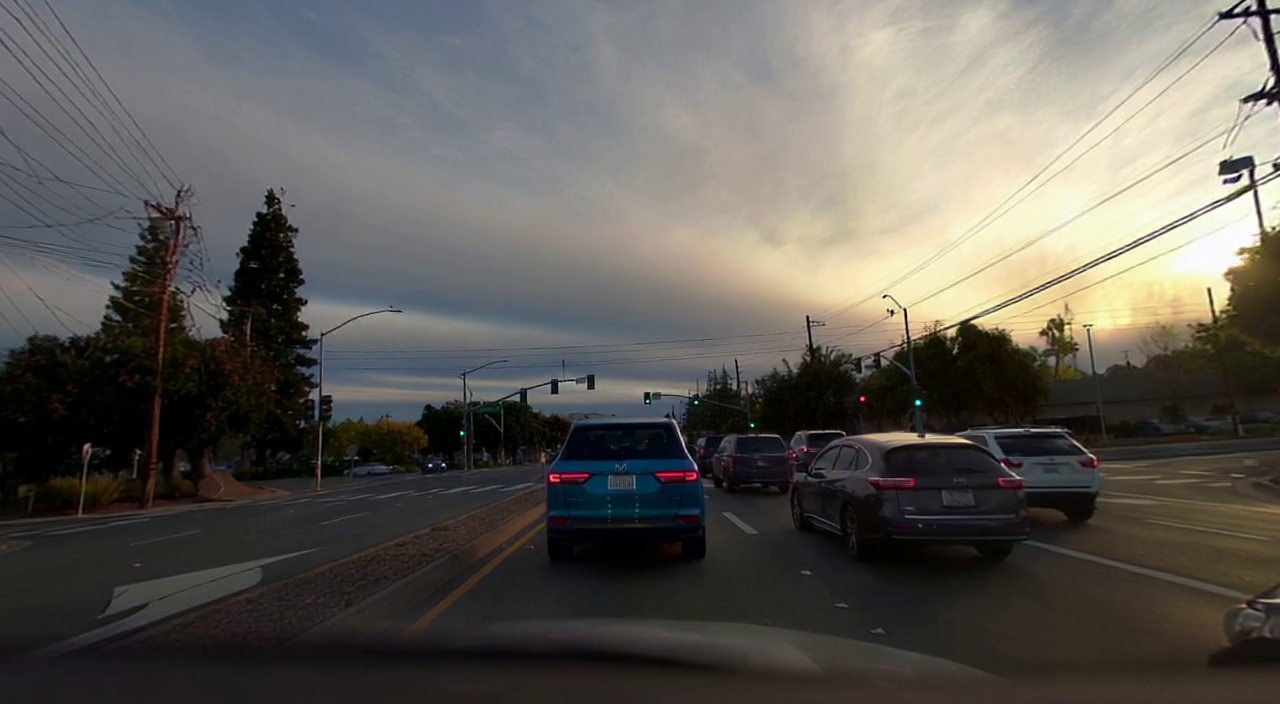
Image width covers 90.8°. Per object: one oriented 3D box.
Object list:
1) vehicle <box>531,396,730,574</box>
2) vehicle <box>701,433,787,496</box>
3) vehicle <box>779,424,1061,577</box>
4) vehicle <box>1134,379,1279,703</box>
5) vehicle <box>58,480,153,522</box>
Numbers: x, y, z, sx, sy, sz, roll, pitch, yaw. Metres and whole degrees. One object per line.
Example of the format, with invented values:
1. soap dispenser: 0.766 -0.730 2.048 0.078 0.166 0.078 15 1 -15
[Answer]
1. vehicle: -0.140 1.817 9.353 2.231 1.998 4.254 0 -9 -1
2. vehicle: 3.142 3.484 19.930 1.915 1.765 4.047 0 -9 -1
3. vehicle: 3.432 1.890 8.892 1.880 1.579 4.401 0 -9 -1
4. vehicle: 3.276 0.629 0.740 1.889 1.517 4.308 0 -9 0
5. vehicle: -26.381 7.355 31.177 4.526 1.715 1.989 -11 -13 28
